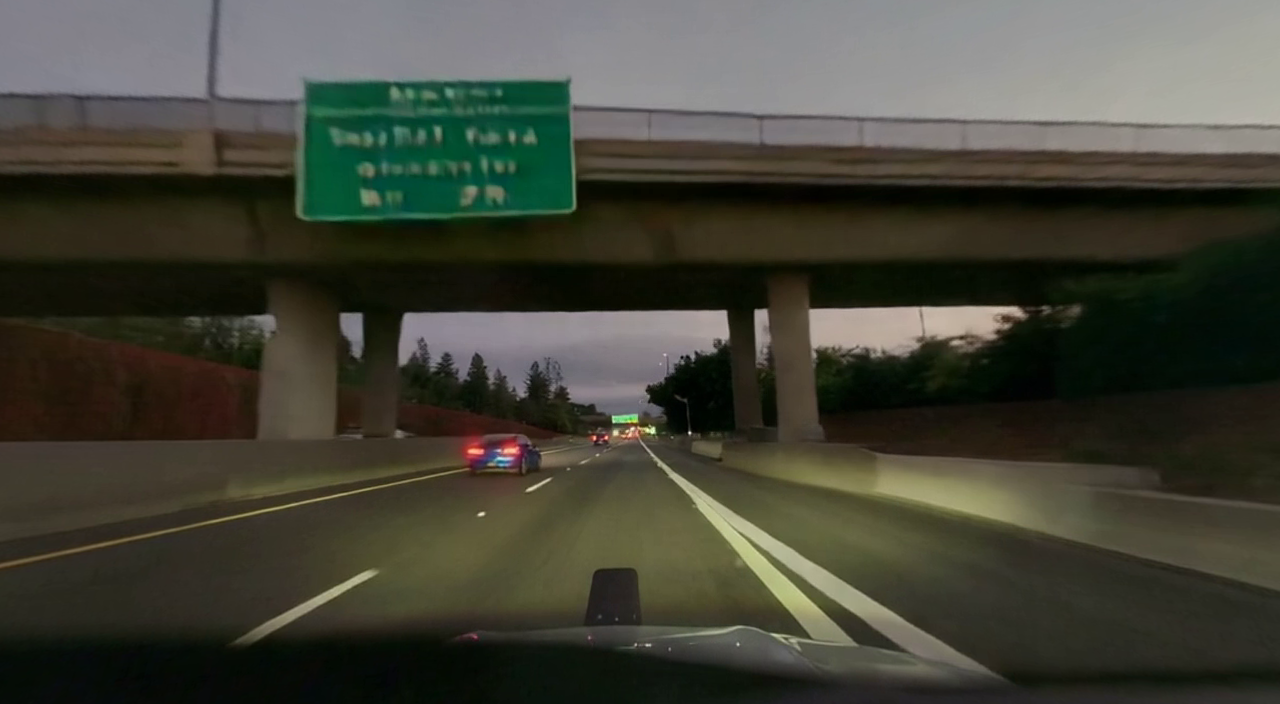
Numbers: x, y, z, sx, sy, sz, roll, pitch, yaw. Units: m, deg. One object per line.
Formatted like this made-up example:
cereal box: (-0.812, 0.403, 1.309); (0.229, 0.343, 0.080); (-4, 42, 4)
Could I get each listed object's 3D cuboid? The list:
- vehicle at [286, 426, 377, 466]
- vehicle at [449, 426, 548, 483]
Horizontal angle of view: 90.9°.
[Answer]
vehicle: (-13.653, 4.178, 28.190); (1.945, 1.625, 4.197); (0, -8, 0)
vehicle: (-4.361, 3.223, 20.265); (2.086, 1.624, 4.607); (0, -8, 0)
